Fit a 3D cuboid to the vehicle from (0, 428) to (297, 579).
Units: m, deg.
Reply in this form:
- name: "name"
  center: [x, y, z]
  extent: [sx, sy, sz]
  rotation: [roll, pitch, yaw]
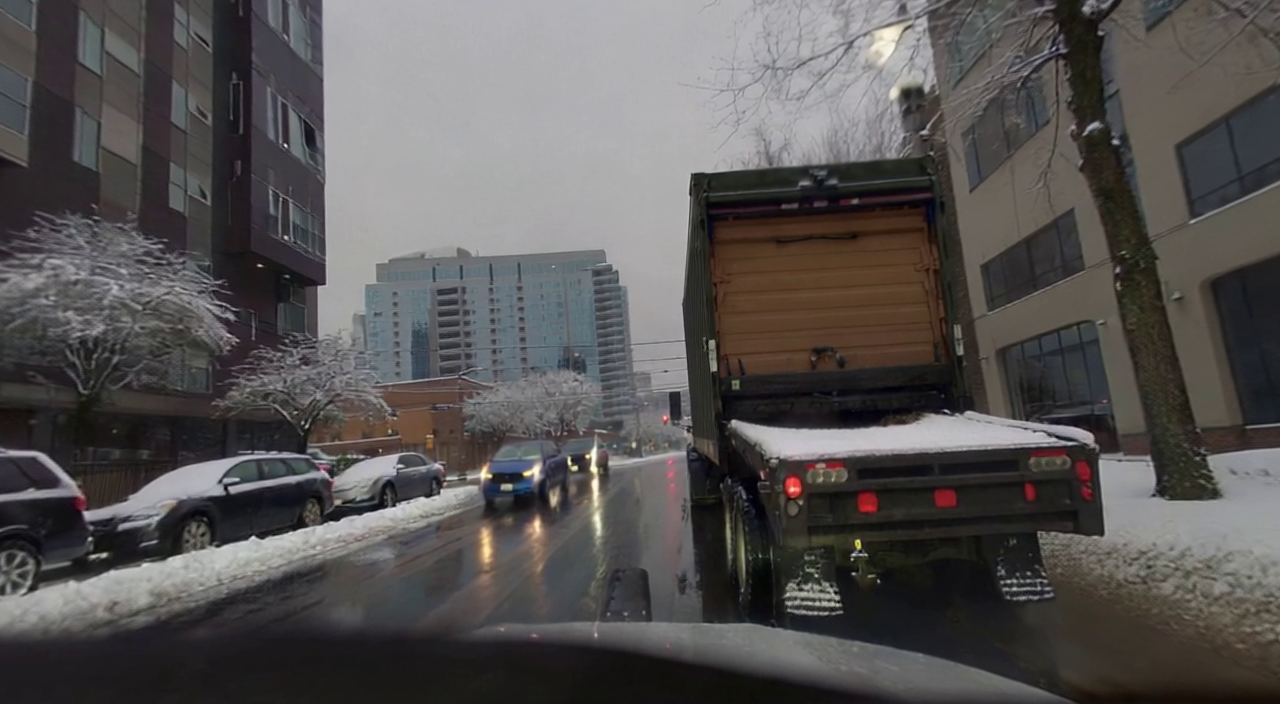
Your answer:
- name: "vehicle"
  center: [-8.153, 2.087, 9.234]
  extent: [5.022, 1.872, 2.137]
  rotation: [7, -11, -41]

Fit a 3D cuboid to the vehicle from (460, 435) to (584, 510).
- name: "vehicle"
  center: [-2.658, 2.832, 15.337]
  extent: [2.183, 1.563, 4.257]
  rotation: [0, -8, 0]

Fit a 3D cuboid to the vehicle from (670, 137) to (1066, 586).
- name: "vehicle"
  center: [2.534, 0.833, 11.457]
  extent: [3.320, 4.034, 11.553]
  rotation: [-1, -8, 6]
